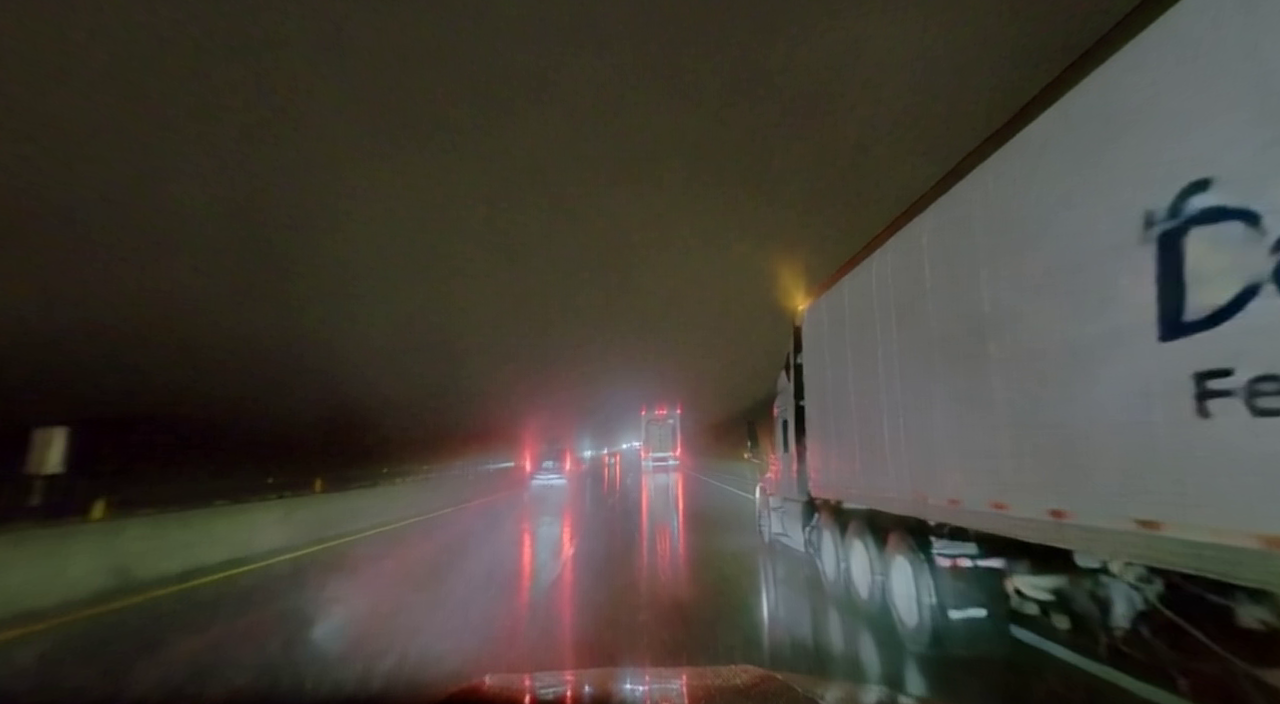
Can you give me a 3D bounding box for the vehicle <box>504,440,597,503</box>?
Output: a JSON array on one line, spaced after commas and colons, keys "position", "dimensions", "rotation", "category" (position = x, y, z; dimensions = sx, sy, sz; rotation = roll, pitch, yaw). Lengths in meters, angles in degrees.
[{"position": [-2.572, 3.573, 19.155], "dimensions": [2.160, 1.691, 4.243], "rotation": [-1, -9, 1], "category": "vehicle"}]
